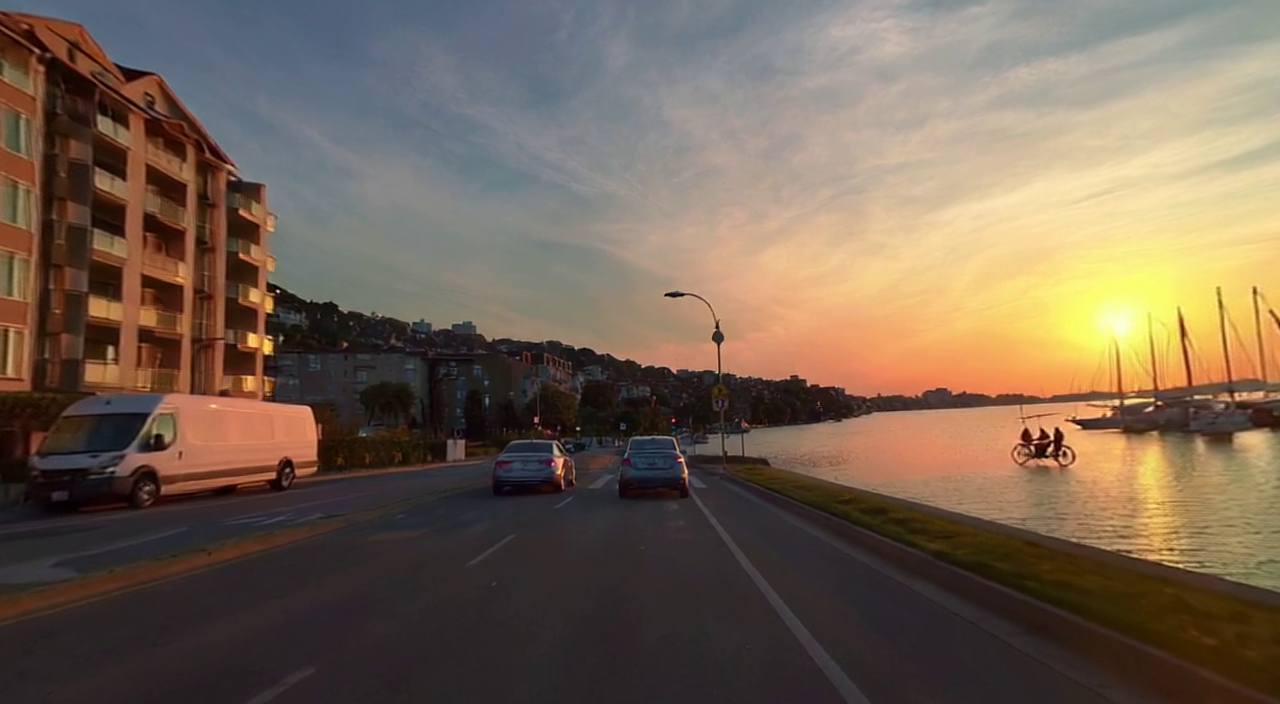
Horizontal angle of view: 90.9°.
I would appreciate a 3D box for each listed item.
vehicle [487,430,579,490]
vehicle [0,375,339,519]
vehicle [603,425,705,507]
[{"bbox_3d":[-3.229,3.368,19.925,2.056,1.680,4.205,-1,-9,1],"label":"vehicle"},{"bbox_3d":[-13.207,2.873,19.211,2.924,3.288,9.352,-1,-9,4],"label":"vehicle"},{"bbox_3d":[0.288,2.595,14.685,2.057,1.624,3.726,0,-9,0],"label":"vehicle"}]
